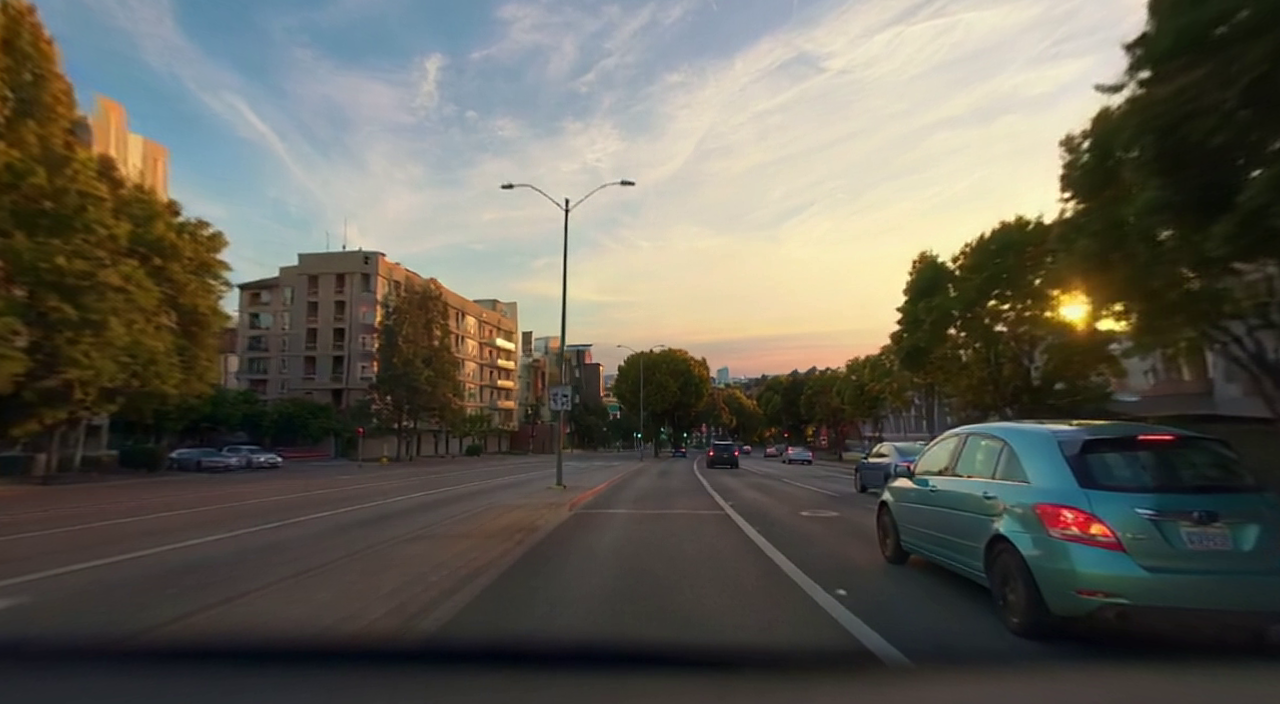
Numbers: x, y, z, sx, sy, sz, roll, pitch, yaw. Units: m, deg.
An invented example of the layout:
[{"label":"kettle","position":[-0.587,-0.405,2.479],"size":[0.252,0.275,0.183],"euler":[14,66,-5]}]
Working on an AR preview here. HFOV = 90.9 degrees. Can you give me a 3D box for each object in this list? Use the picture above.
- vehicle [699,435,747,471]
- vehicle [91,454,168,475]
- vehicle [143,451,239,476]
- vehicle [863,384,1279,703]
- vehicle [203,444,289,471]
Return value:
[{"label":"vehicle","position":[4.524,5.578,35.021],"size":[2.154,1.844,4.634],"euler":[-1,-8,2]},{"label":"vehicle","position":[-39.067,8.614,48.372],"size":[1.868,1.416,4.483],"euler":[-2,-8,8]},{"label":"vehicle","position":[-26.634,6.603,37.415],"size":[4.384,1.416,1.969],"euler":[-2,-8,8]},{"label":"vehicle","position":[3.371,1.243,4.804],"size":[1.901,1.634,3.952],"euler":[-1,-8,1]},{"label":"vehicle","position":[-26.007,6.972,41.686],"size":[4.378,1.744,1.981],"euler":[-1,-8,6]}]
